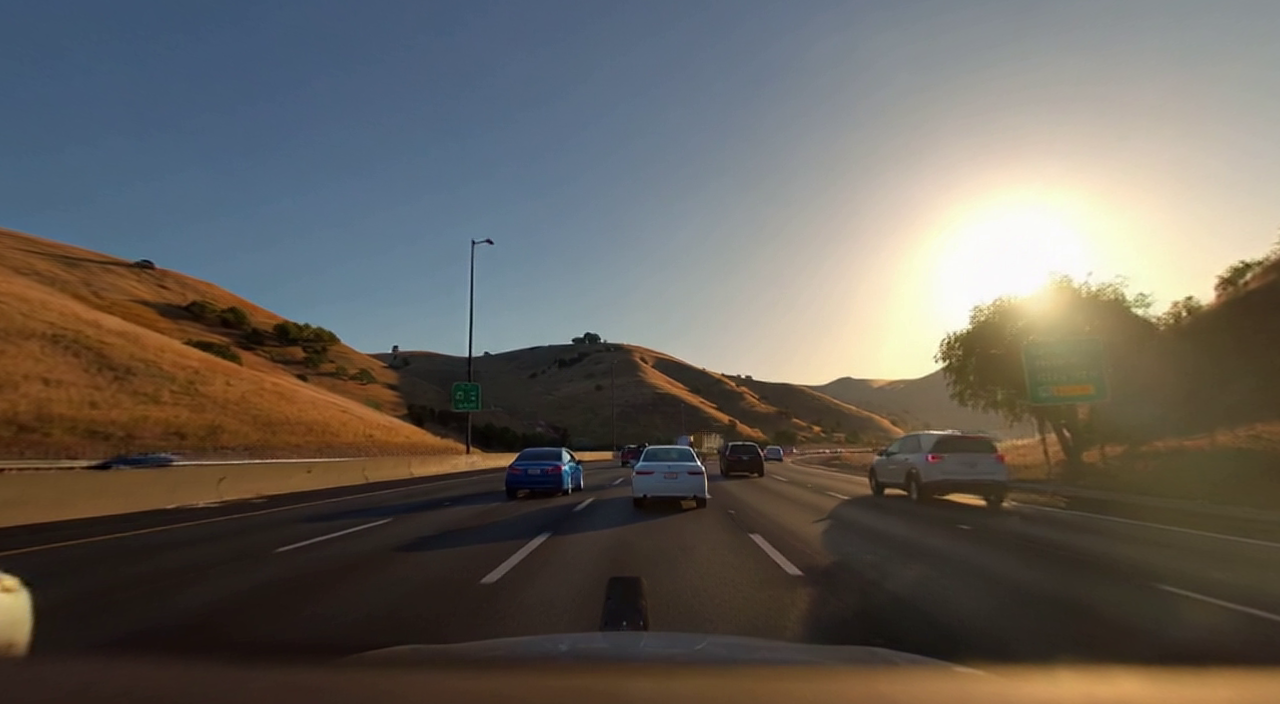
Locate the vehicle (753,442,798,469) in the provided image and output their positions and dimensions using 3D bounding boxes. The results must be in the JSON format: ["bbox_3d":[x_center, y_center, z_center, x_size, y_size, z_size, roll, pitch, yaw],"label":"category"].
[{"bbox_3d":[8.595,6.593,40.485,2.032,1.580,4.928,-1,-8,3],"label":"vehicle"}]

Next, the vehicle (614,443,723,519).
[{"bbox_3d":[0.603,2.756,14.018,2.072,1.431,3.904,-1,-8,2],"label":"vehicle"}]

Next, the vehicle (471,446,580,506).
[{"bbox_3d":[-2.969,3.327,17.455,2.017,1.446,4.384,-1,-8,3],"label":"vehicle"}]

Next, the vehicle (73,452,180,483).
[{"bbox_3d":[-27.292,6.135,33.732,1.841,1.458,4.454,-1,-8,2],"label":"vehicle"}]

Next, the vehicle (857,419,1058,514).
[{"bbox_3d":[7.046,2.593,14.804,2.210,1.831,4.843,0,-8,1],"label":"vehicle"}]

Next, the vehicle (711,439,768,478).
[{"bbox_3d":[4.631,5.034,30.034,2.083,1.693,4.740,0,-8,2],"label":"vehicle"}]

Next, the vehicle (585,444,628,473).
[{"bbox_3d":[-1.918,6.291,37.417,2.034,1.572,4.444,-1,-8,4],"label":"vehicle"}]
